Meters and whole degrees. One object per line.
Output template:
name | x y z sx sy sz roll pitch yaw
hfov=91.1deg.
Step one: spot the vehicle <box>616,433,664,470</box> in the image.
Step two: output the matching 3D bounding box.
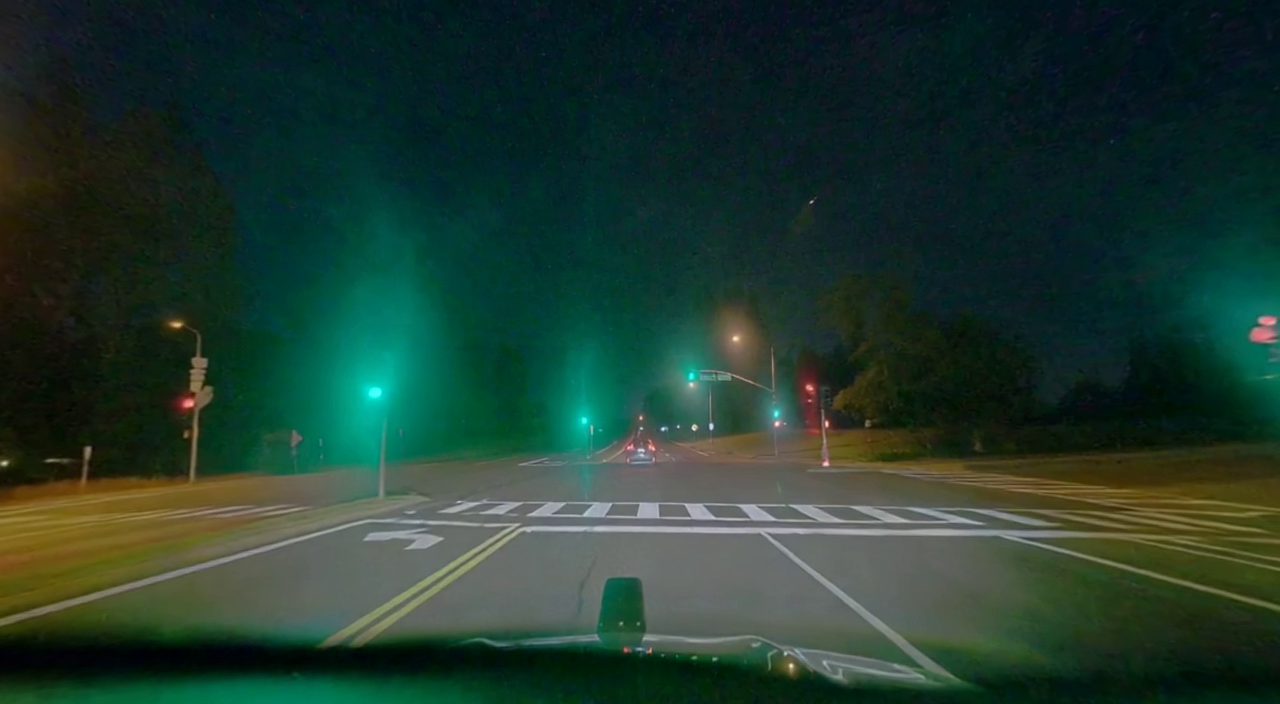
vehicle | -0.003 5.056 32.025 2.256 1.734 4.176 0 -8 0
